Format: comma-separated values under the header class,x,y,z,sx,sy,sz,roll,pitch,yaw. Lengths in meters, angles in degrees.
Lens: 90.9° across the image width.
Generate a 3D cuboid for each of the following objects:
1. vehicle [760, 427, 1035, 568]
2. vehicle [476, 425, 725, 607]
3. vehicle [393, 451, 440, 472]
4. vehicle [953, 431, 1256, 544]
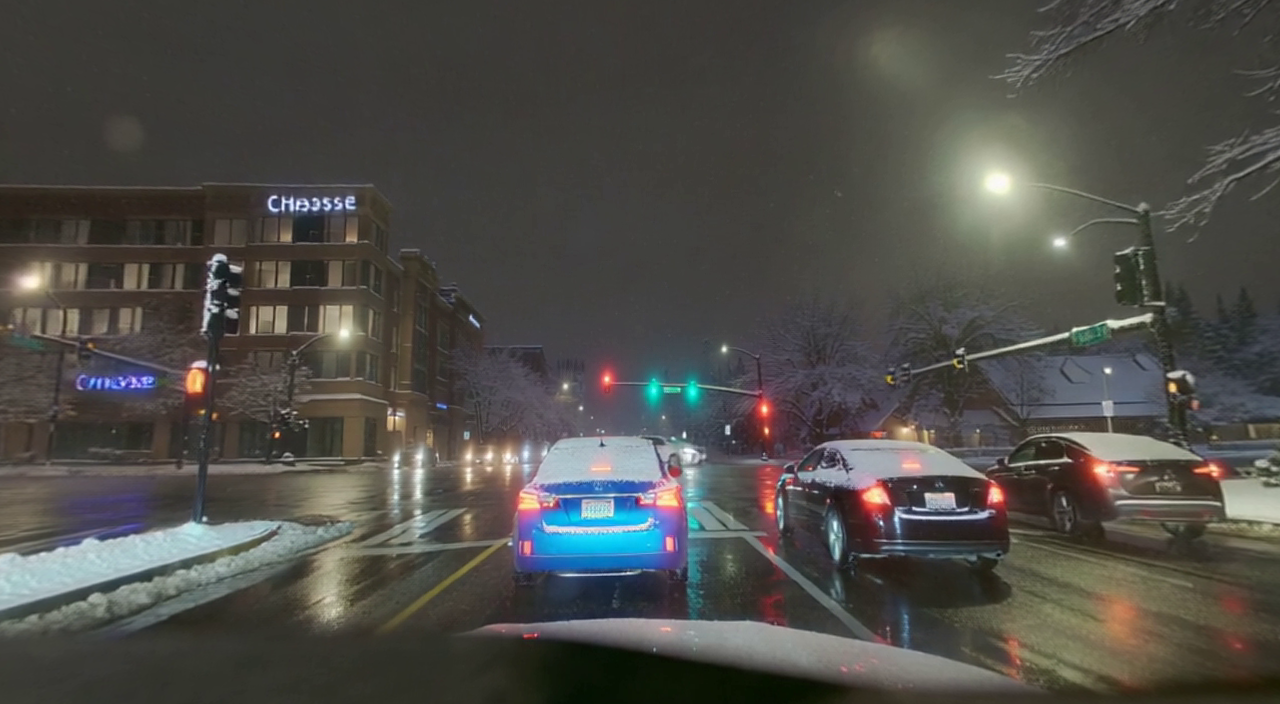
class,x,y,z,sx,sy,sz,roll,pitch,yaw
vehicle,3.207,1.889,8.972,2.042,1.508,4.109,0,-8,-2
vehicle,-0.376,1.654,7.289,2.059,1.477,3.988,0,-8,-1
vehicle,-17.164,8.393,48.673,2.048,1.463,4.530,0,-8,-1
vehicle,7.435,2.166,10.791,1.908,1.517,4.182,0,-8,-1
